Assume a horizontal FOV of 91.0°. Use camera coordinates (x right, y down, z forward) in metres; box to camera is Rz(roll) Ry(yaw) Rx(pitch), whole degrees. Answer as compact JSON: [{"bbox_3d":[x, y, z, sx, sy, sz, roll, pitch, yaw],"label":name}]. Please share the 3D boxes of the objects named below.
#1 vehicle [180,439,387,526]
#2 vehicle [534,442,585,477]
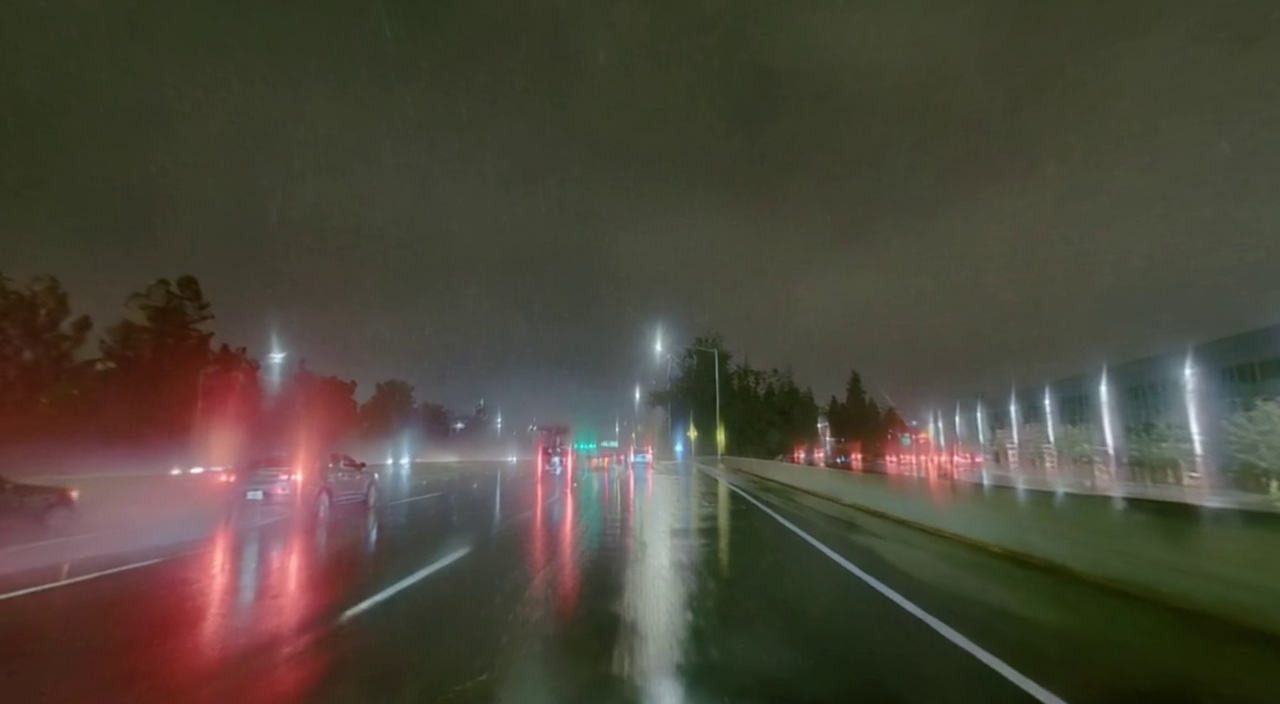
[{"bbox_3d":[-7.904,2.908,14.629,2.071,1.661,4.540,0,-9,1],"label":"vehicle"},{"bbox_3d":[-4.228,5.740,33.784,2.158,1.717,4.375,0,-9,1],"label":"vehicle"}]
